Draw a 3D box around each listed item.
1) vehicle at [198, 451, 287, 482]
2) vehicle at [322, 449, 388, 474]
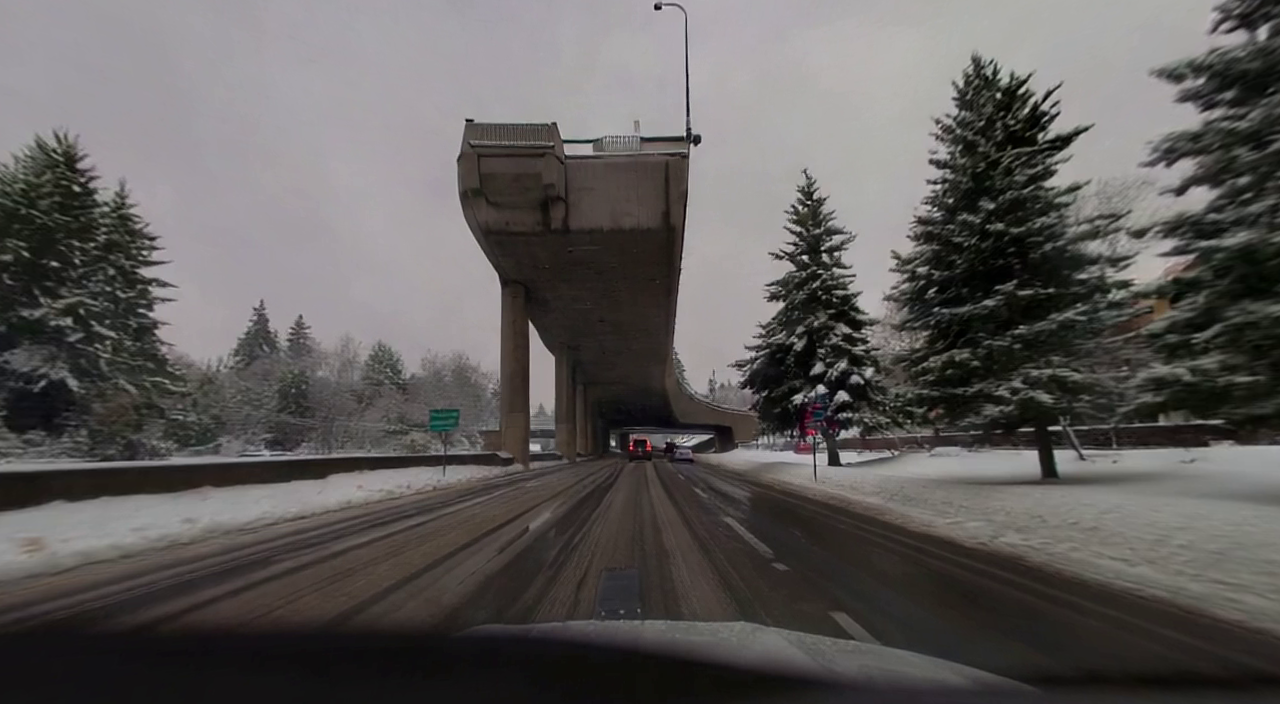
[{"bbox_3d":[-21.919,6.291,35.106,1.873,1.524,4.749,0,-8,0],"label":"vehicle"},{"bbox_3d":[-18.480,7.092,41.219,1.911,1.536,5.073,0,-8,0],"label":"vehicle"}]
